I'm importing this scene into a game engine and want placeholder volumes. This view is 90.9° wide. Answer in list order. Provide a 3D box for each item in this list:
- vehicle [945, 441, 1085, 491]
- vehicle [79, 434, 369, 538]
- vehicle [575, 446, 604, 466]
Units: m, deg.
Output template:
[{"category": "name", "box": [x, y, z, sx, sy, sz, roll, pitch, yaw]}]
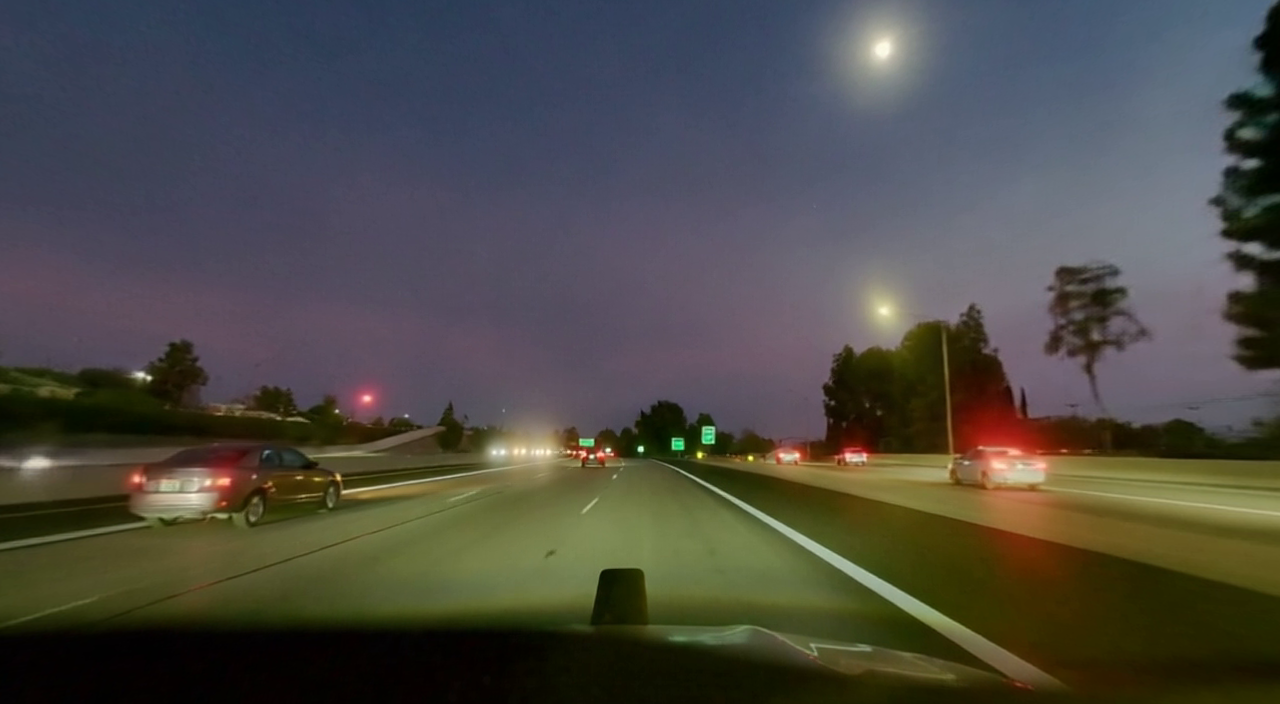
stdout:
[{"category": "vehicle", "box": [12.810, 3.884, 22.005, 2.201, 1.535, 4.735, 0, -8, 3]}, {"category": "vehicle", "box": [-6.976, 2.262, 11.408, 2.038, 1.463, 4.656, 0, -8, 1]}, {"category": "vehicle", "box": [-3.869, 8.052, 49.091, 1.936, 1.465, 4.060, 0, -8, 0]}]
